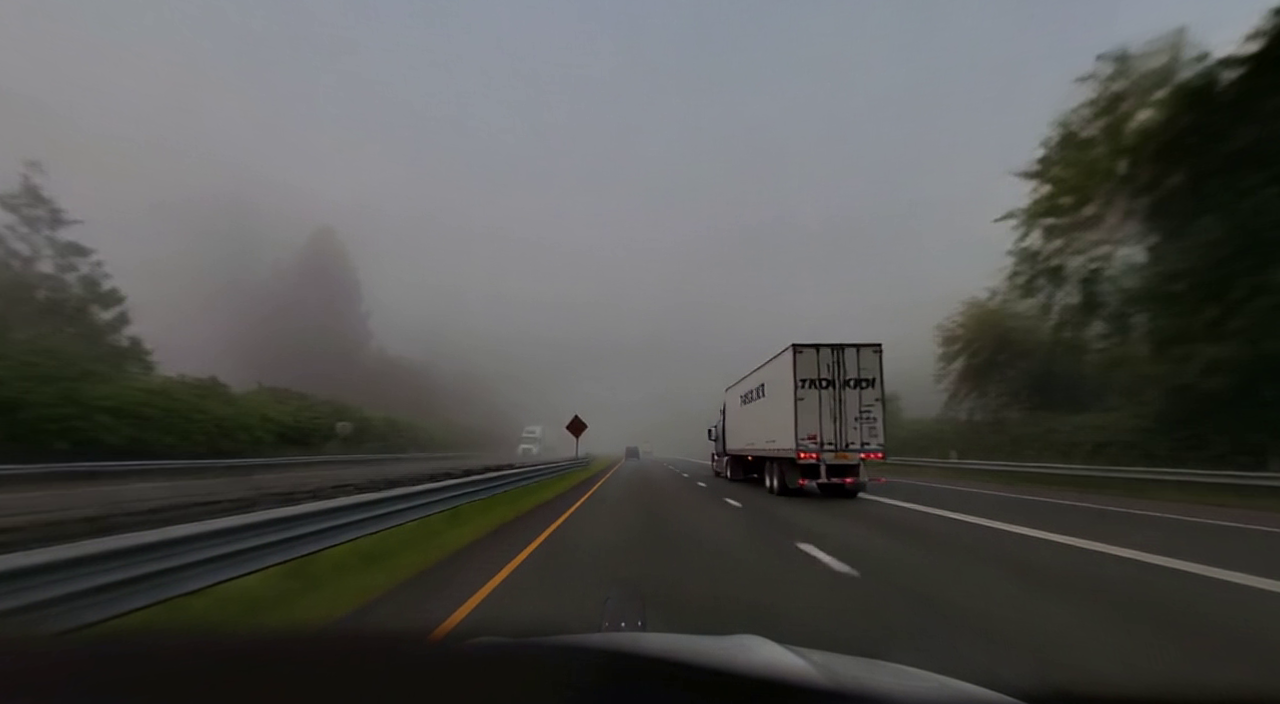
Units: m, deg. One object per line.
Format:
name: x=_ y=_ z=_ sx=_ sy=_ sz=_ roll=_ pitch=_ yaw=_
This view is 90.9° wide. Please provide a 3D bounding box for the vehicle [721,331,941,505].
vehicle: x=5.310 y=2.623 z=21.807 sx=2.983 sy=4.030 sz=14.444 roll=0 pitch=-9 yaw=-1
